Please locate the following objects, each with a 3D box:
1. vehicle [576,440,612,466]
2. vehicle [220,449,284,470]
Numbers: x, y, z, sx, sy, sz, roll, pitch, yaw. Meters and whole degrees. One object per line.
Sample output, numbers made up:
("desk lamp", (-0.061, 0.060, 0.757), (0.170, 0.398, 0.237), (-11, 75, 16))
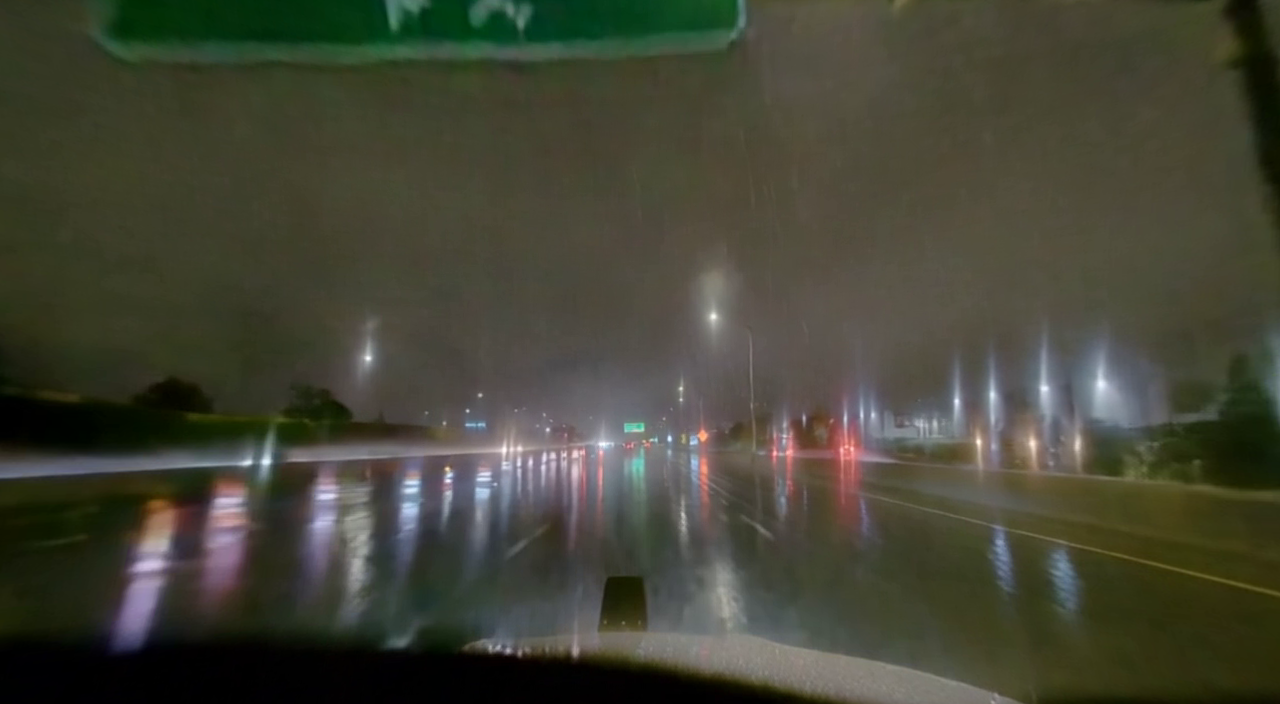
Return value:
("vehicle", (-3.020, 6.694, 41.873), (2.078, 1.629, 4.059), (0, -8, 1))
("vehicle", (-30.136, 8.360, 48.985), (1.830, 1.472, 4.852), (0, -8, 1))
